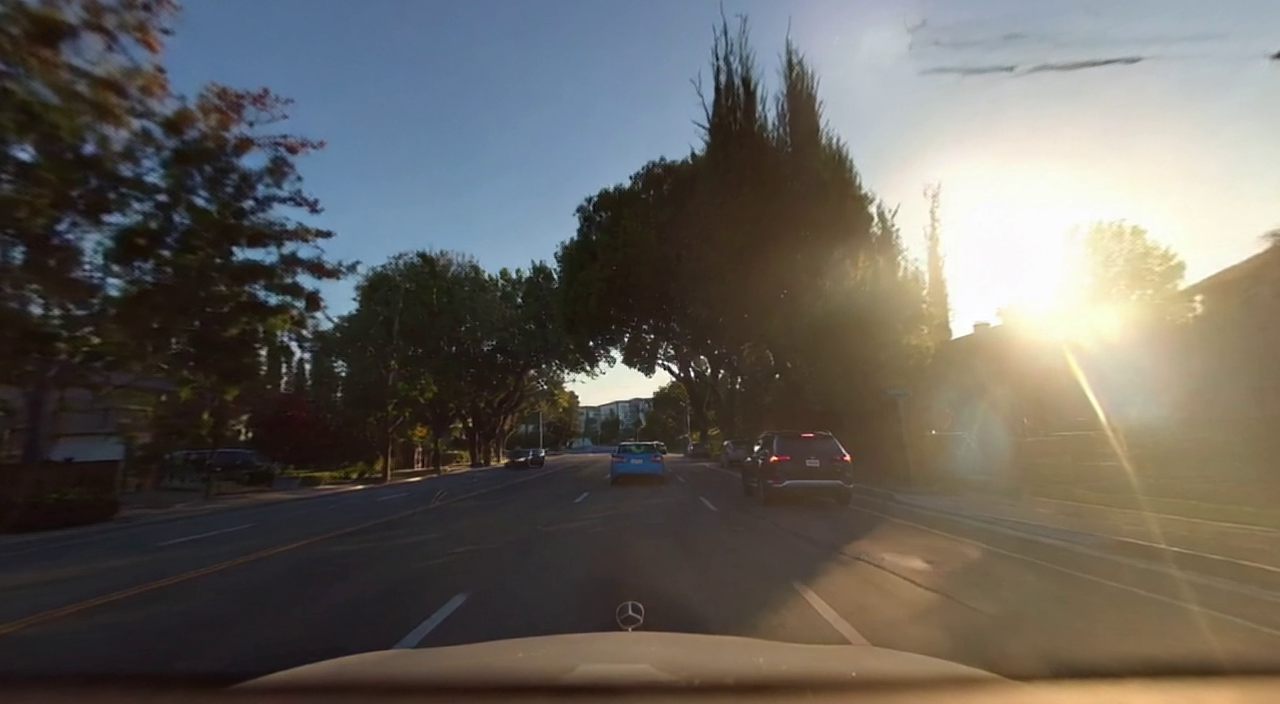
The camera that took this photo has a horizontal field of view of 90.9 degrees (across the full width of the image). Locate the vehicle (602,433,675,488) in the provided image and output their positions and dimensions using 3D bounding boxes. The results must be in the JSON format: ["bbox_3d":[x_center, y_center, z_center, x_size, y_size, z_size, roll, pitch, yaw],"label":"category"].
[{"bbox_3d":[-0.036,3.626,21.317,2.200,1.653,4.127,0,-9,0],"label":"vehicle"}]

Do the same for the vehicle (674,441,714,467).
[{"bbox_3d":[3.335,6.395,39.621,2.099,1.463,4.130,0,-9,-1],"label":"vehicle"}]

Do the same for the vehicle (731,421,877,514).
[{"bbox_3d":[3.422,2.524,14.176,2.024,1.711,4.512,0,-9,0],"label":"vehicle"}]
